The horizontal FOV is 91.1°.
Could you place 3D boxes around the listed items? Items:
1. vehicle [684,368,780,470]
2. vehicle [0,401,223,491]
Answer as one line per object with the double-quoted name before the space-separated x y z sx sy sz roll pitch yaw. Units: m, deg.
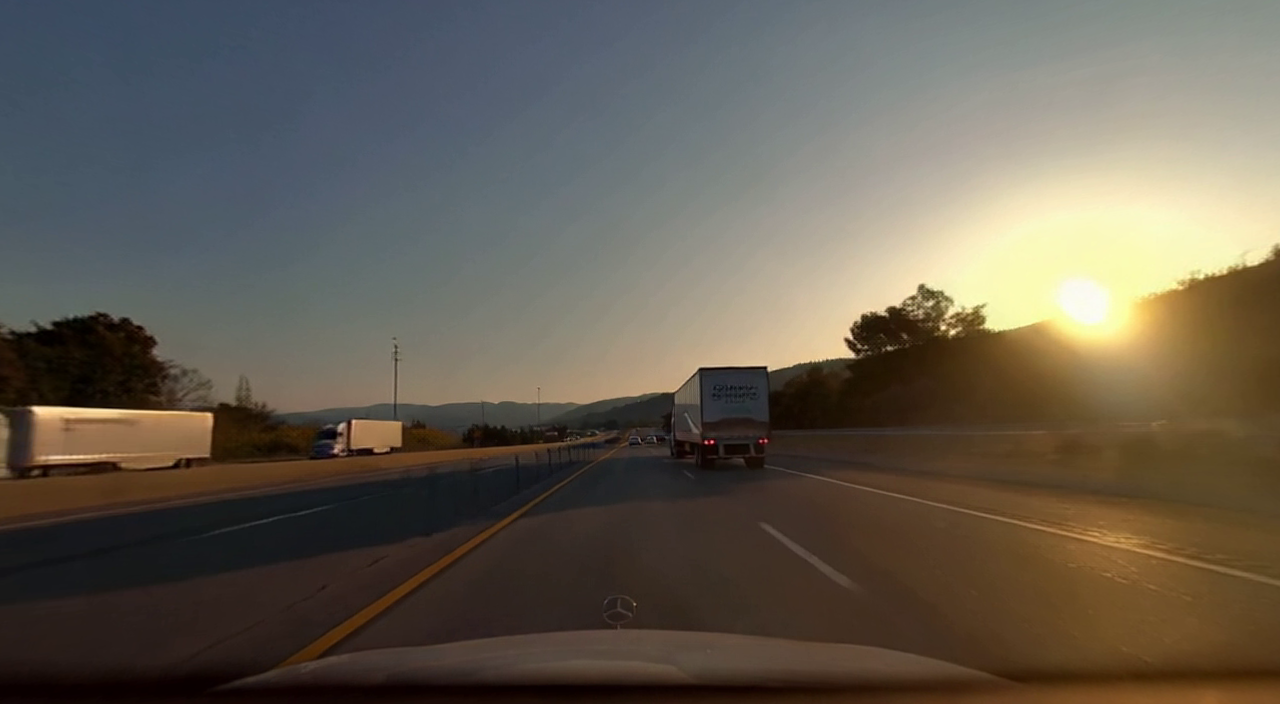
"vehicle" 3.798 3.106 28.192 2.888 3.866 8.380 0 -8 -1
"vehicle" -30.679 5.247 35.763 2.926 4.080 16.506 -2 -7 -1
